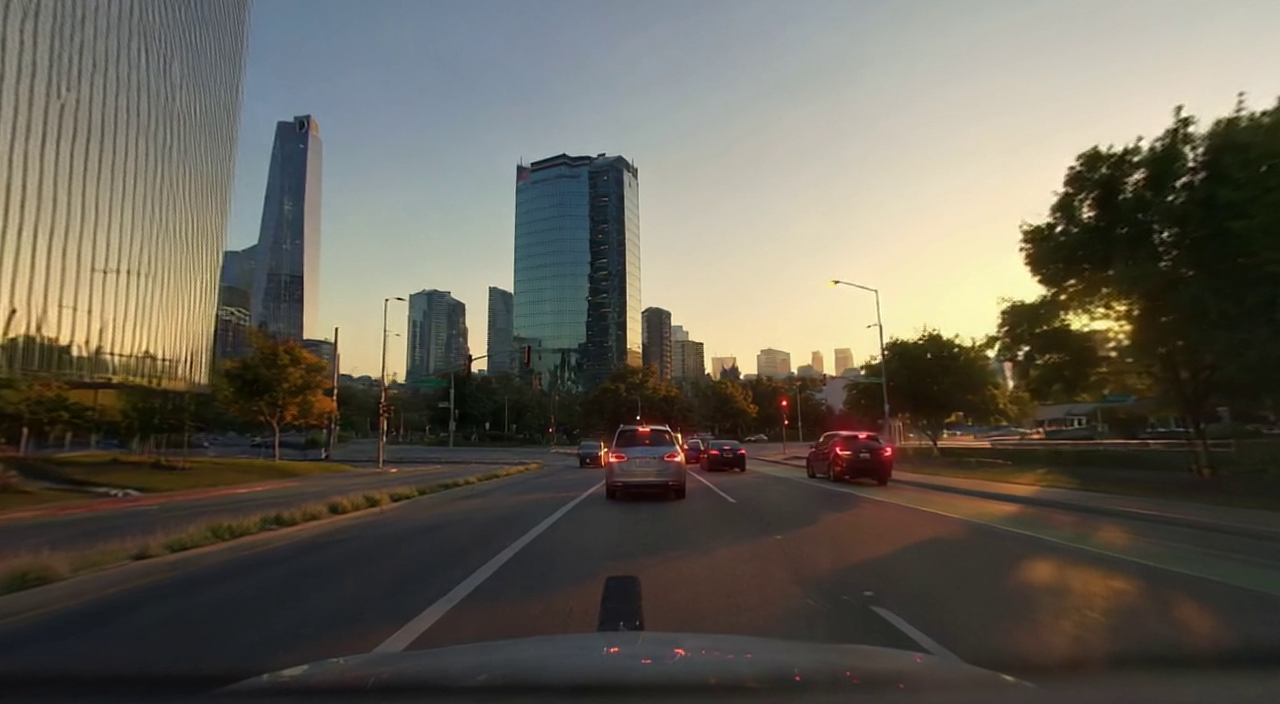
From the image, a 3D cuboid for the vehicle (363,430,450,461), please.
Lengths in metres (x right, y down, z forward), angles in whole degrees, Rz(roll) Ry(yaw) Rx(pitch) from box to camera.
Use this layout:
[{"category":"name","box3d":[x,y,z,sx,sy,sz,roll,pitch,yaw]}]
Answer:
[{"category":"vehicle","box3d":[-18.248,7.299,49.162,6.448,2.310,2.717,-5,-10,28]}]

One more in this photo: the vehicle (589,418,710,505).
[{"category":"vehicle","box3d":[0.209,2.716,15.942,2.601,1.878,4.535,0,-9,0]}]
